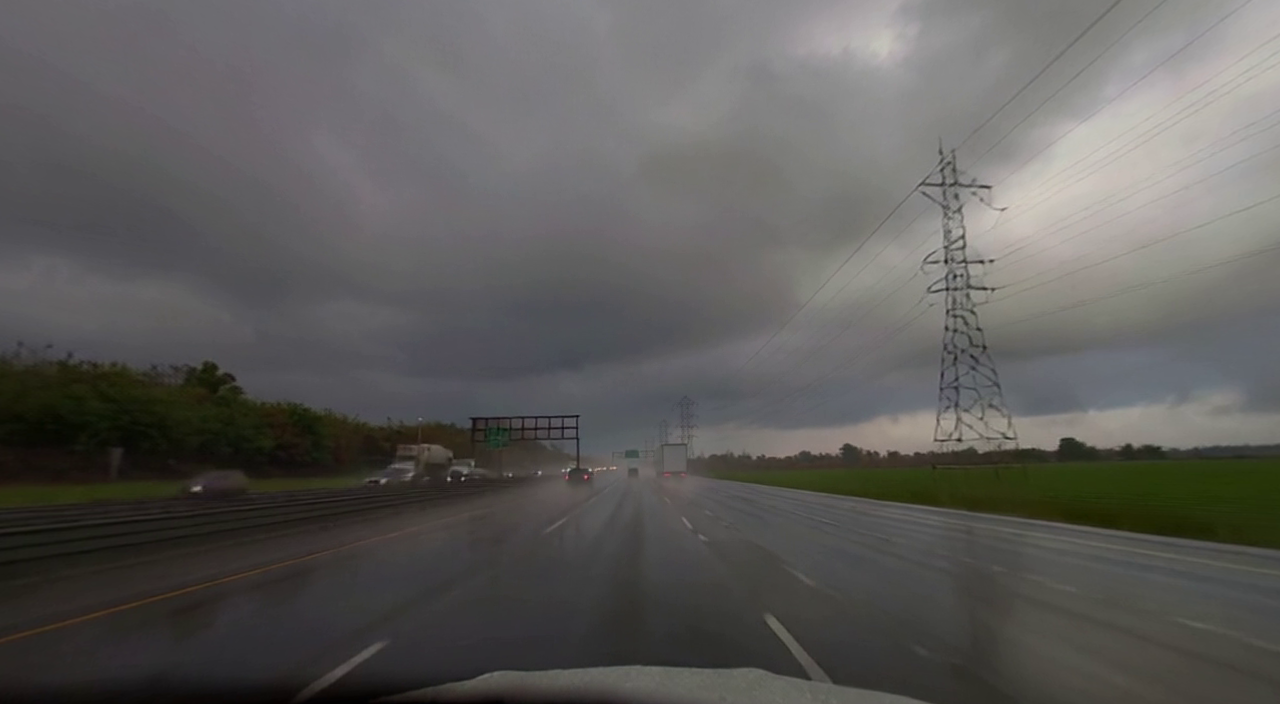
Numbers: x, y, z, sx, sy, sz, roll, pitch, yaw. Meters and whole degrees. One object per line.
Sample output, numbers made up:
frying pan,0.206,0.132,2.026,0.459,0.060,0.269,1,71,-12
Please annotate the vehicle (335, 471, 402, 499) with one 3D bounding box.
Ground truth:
vehicle,-15.635,7.679,36.550,1.869,1.466,4.440,1,-11,0

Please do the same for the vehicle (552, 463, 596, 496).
vehicle,-3.532,6.914,34.328,1.942,1.597,3.943,1,-11,0

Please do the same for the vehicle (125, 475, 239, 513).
vehicle,-19.497,6.039,27.052,1.770,1.409,4.105,1,-11,0
